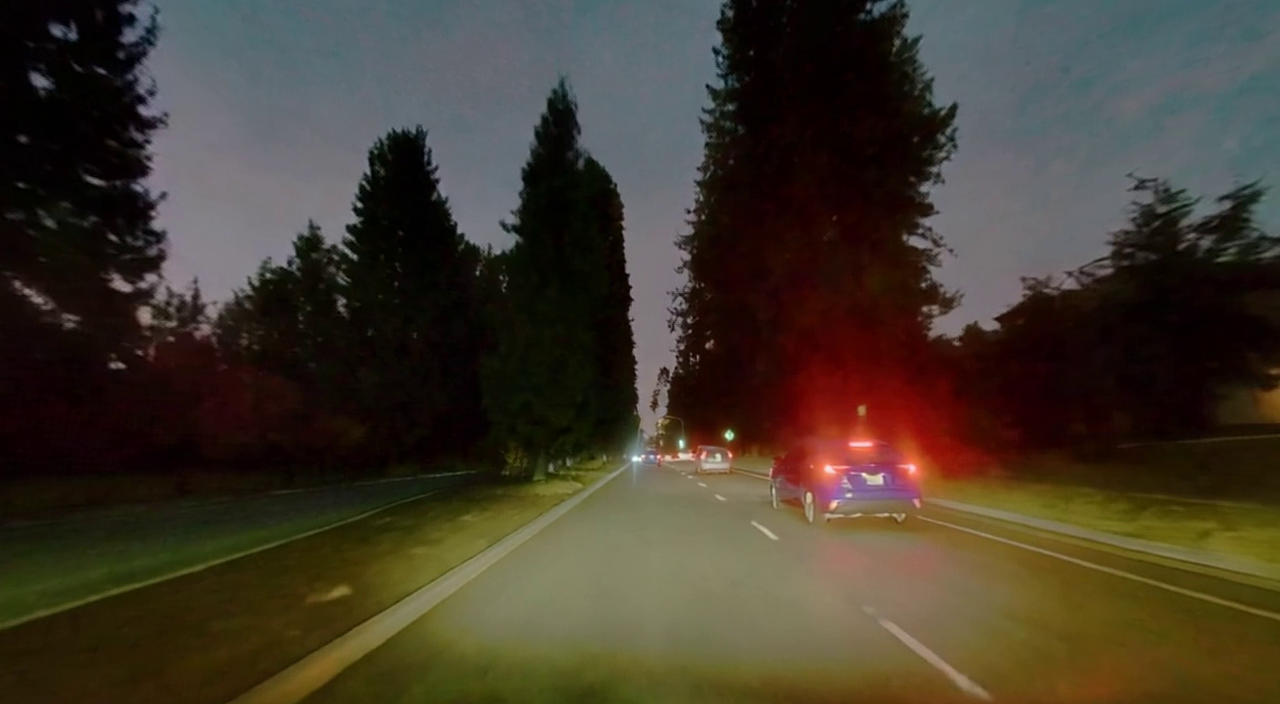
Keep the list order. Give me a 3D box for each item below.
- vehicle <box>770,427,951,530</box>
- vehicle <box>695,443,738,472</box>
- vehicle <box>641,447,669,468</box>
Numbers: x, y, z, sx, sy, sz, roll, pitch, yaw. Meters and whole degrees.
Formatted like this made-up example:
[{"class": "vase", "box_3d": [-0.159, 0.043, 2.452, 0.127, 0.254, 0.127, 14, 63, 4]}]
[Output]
[{"class": "vehicle", "box_3d": [3.998, 2.348, 12.316, 2.052, 1.639, 4.123, 0, -8, 0]}, {"class": "vehicle", "box_3d": [4.598, 6.390, 38.564, 2.110, 1.666, 3.912, 0, -8, 0]}, {"class": "vehicle", "box_3d": [1.093, 7.971, 47.948, 2.026, 1.466, 4.282, 0, -8, 1]}]
